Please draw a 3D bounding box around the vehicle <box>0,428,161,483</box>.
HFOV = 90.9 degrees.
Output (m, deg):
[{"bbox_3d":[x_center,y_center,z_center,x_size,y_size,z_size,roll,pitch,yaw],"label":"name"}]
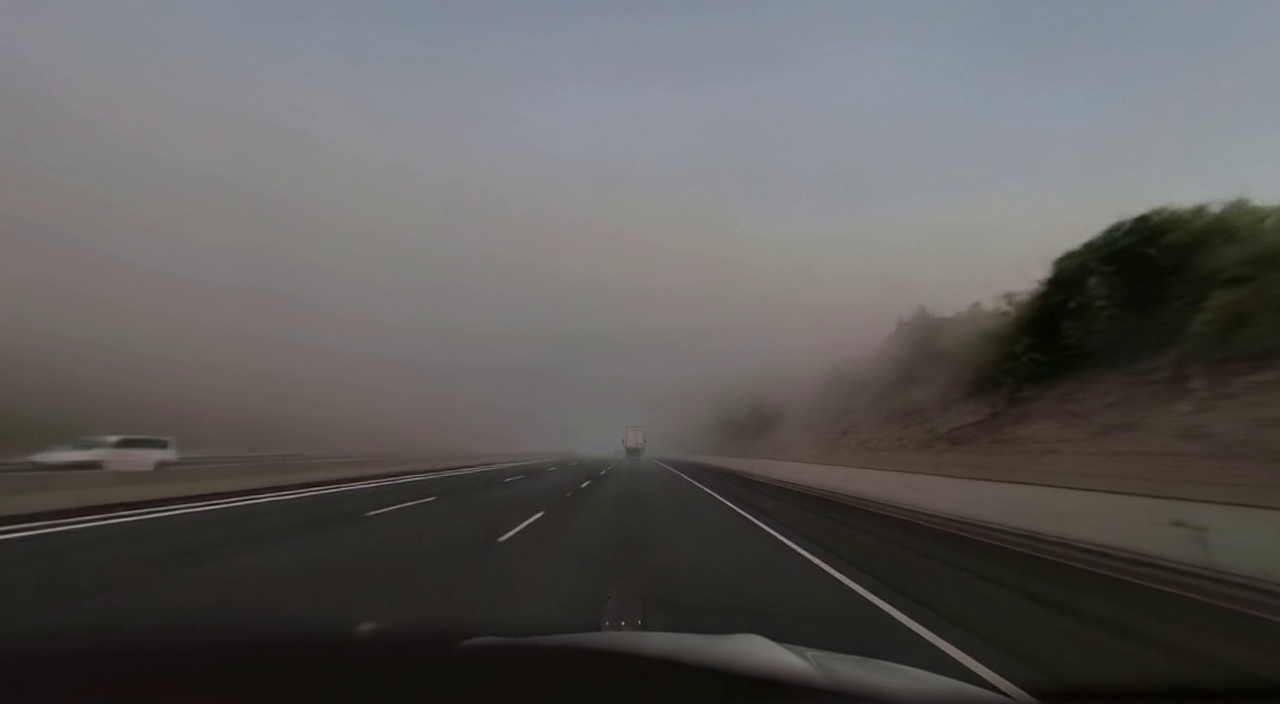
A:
[{"bbox_3d":[-19.795,3.659,22.380,2.097,1.728,4.316,0,-9,0],"label":"vehicle"}]
